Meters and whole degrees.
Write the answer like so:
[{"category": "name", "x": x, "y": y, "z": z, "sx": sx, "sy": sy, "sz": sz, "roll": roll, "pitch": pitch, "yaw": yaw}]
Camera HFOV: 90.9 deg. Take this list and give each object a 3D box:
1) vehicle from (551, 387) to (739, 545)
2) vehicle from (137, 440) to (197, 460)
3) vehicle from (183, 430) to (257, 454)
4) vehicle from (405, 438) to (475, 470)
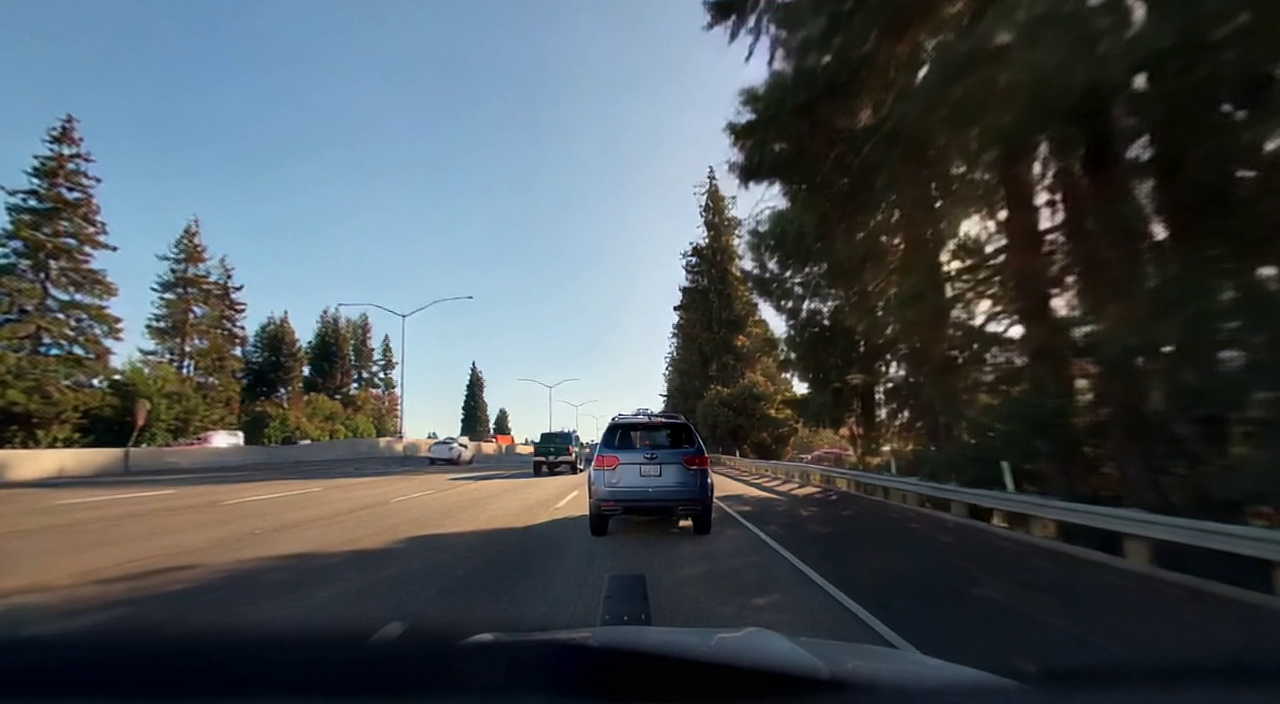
[{"category": "vehicle", "x": 0.069, "y": 1.818, "z": 10.519, "sx": 2.395, "sy": 2.013, "sz": 4.734, "roll": 0, "pitch": -9, "yaw": 0}, {"category": "vehicle", "x": -33.565, "y": 6.982, "z": 44.863, "sx": 1.488, "sy": 1.366, "sz": 3.409, "roll": -1, "pitch": -9, "yaw": 3}, {"category": "vehicle", "x": -29.679, "y": 6.390, "z": 44.707, "sx": 2.125, "sy": 1.572, "sz": 4.385, "roll": -1, "pitch": -9, "yaw": 2}, {"category": "vehicle", "x": -10.245, "y": 5.275, "z": 32.756, "sx": 2.002, "sy": 1.484, "sz": 4.798, "roll": 0, "pitch": -9, "yaw": 1}]
